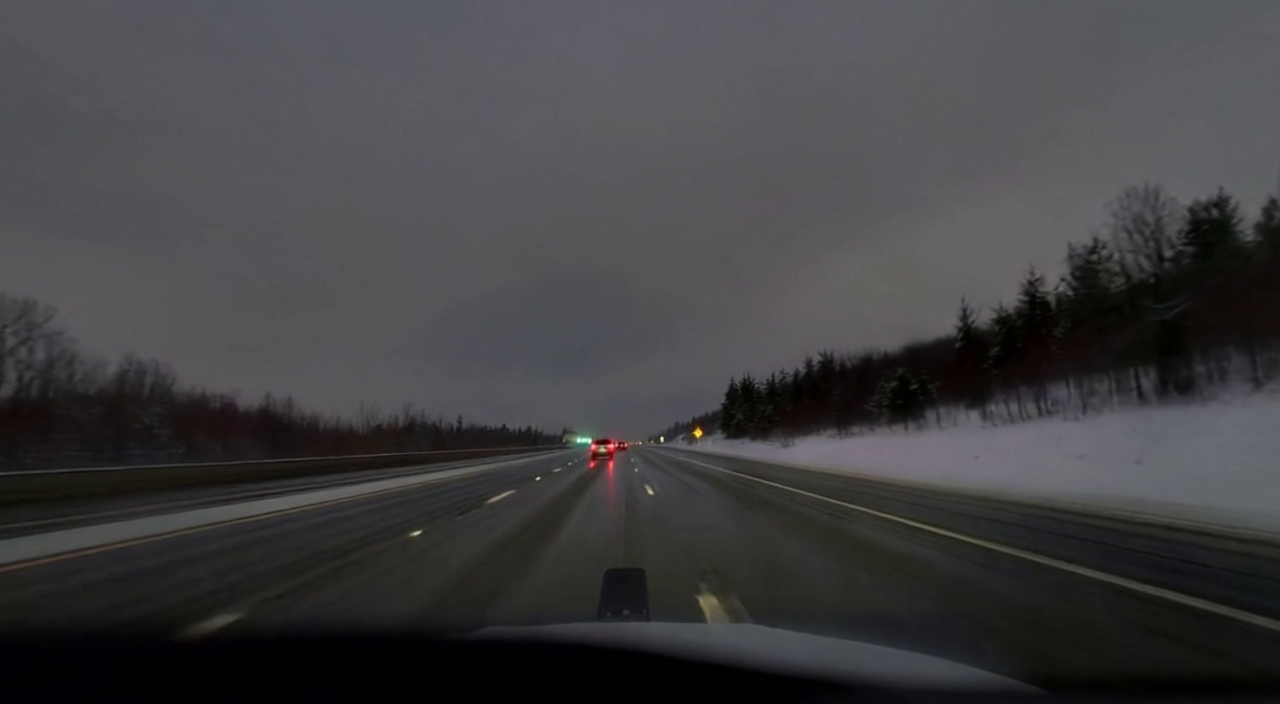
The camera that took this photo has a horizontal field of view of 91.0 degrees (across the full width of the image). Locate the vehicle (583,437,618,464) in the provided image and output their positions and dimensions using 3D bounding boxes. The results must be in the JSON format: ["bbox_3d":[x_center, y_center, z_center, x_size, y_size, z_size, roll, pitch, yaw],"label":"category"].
[{"bbox_3d":[-2.443,6.230,39.904,2.111,1.635,4.177,0,-8,-2],"label":"vehicle"}]
